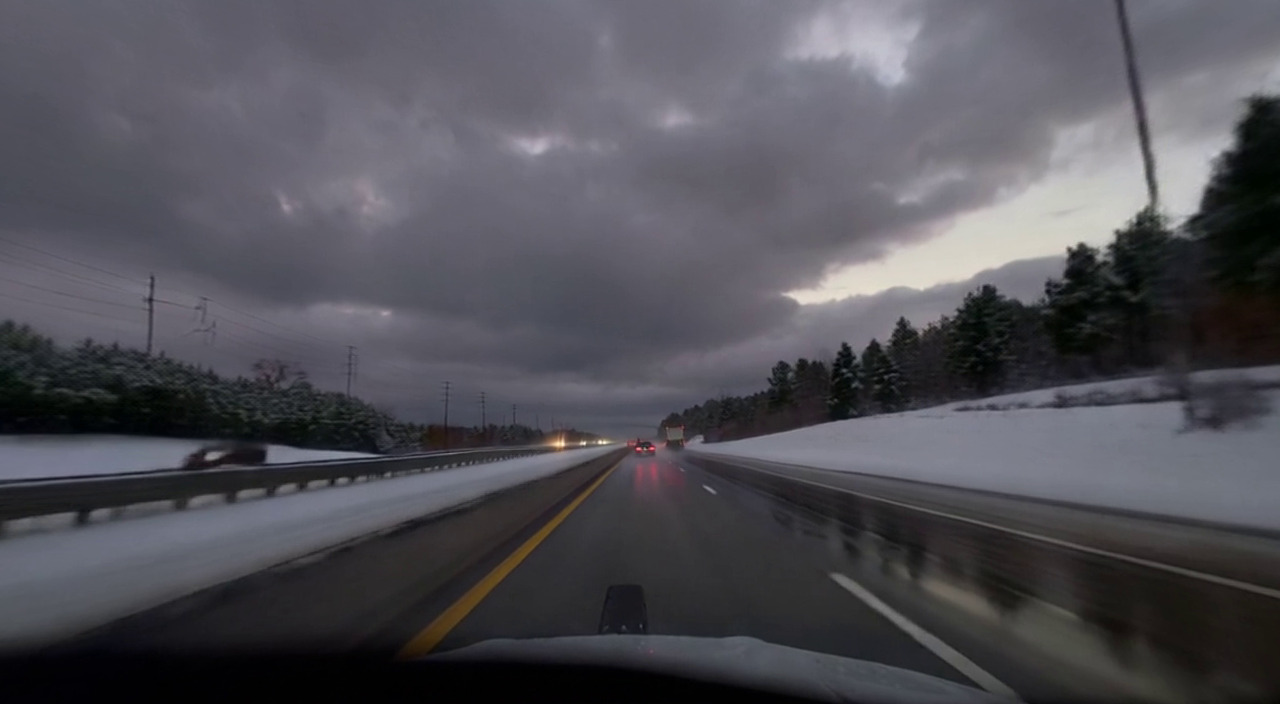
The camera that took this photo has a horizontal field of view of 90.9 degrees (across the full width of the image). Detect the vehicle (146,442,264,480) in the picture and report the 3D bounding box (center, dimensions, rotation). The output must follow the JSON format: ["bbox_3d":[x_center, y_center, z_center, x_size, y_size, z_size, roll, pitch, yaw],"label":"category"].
[{"bbox_3d":[-20.291,5.086,29.760,2.020,1.614,4.862,-1,-9,1],"label":"vehicle"}]

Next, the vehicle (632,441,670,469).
[{"bbox_3d":[0.652,6.235,38.238,2.192,1.556,4.132,-1,-9,1],"label":"vehicle"}]
